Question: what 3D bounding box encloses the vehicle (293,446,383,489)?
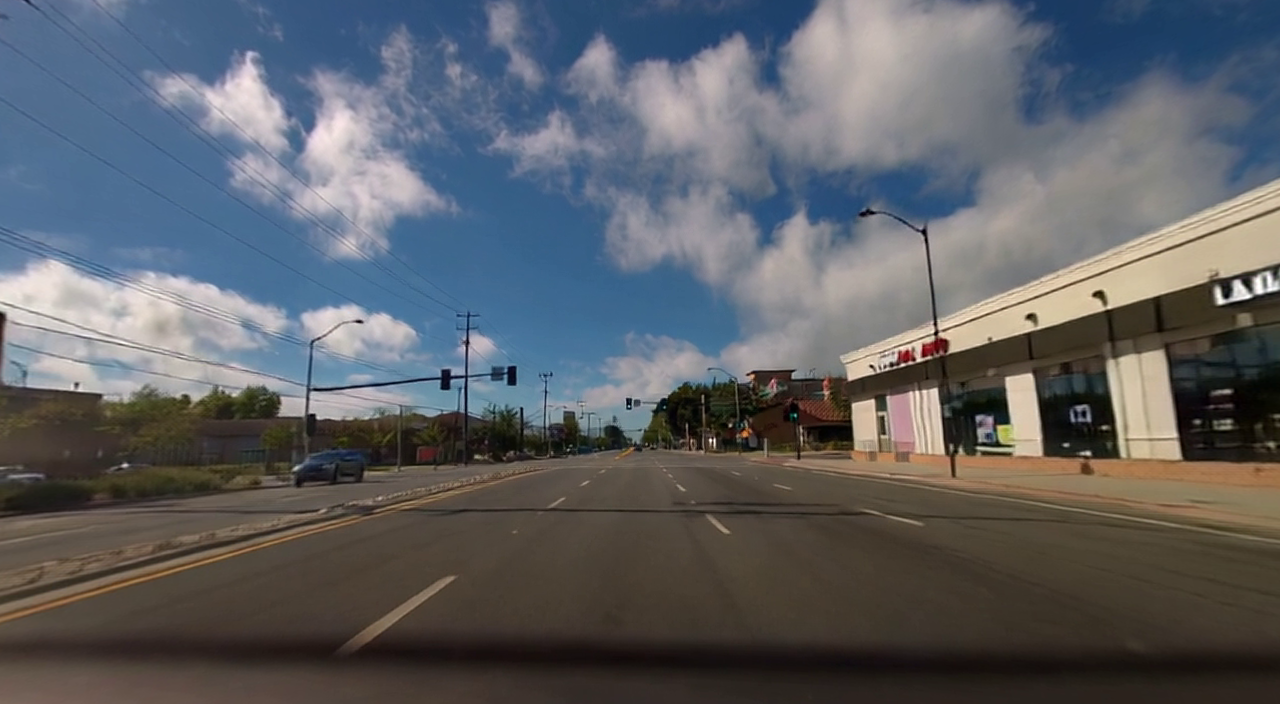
[{"bbox_3d":[-14.719,5.624,31.119,2.208,1.924,5.018,0,-9,-4],"label":"vehicle"}]
